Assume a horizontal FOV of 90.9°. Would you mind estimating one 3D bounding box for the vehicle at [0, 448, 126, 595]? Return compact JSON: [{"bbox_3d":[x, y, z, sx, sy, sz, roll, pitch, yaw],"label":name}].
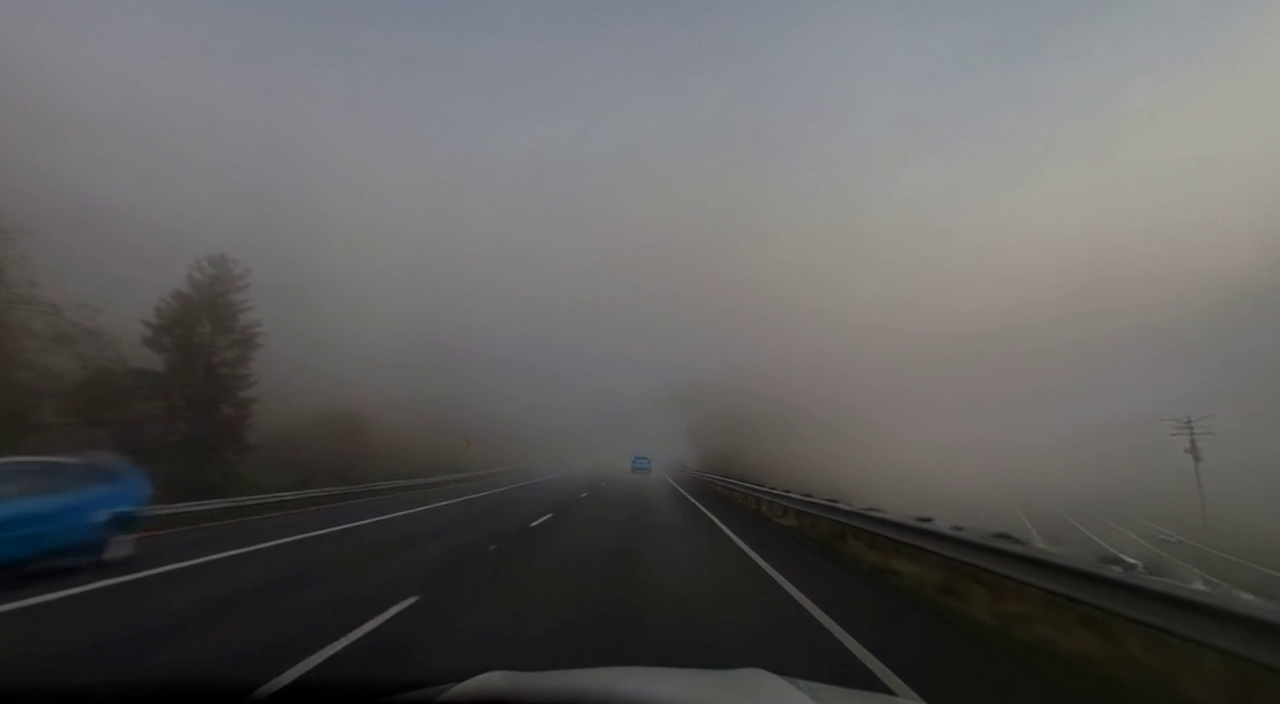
[{"bbox_3d":[-7.867,1.769,6.423,2.003,1.554,3.757,0,-9,1],"label":"vehicle"}]
